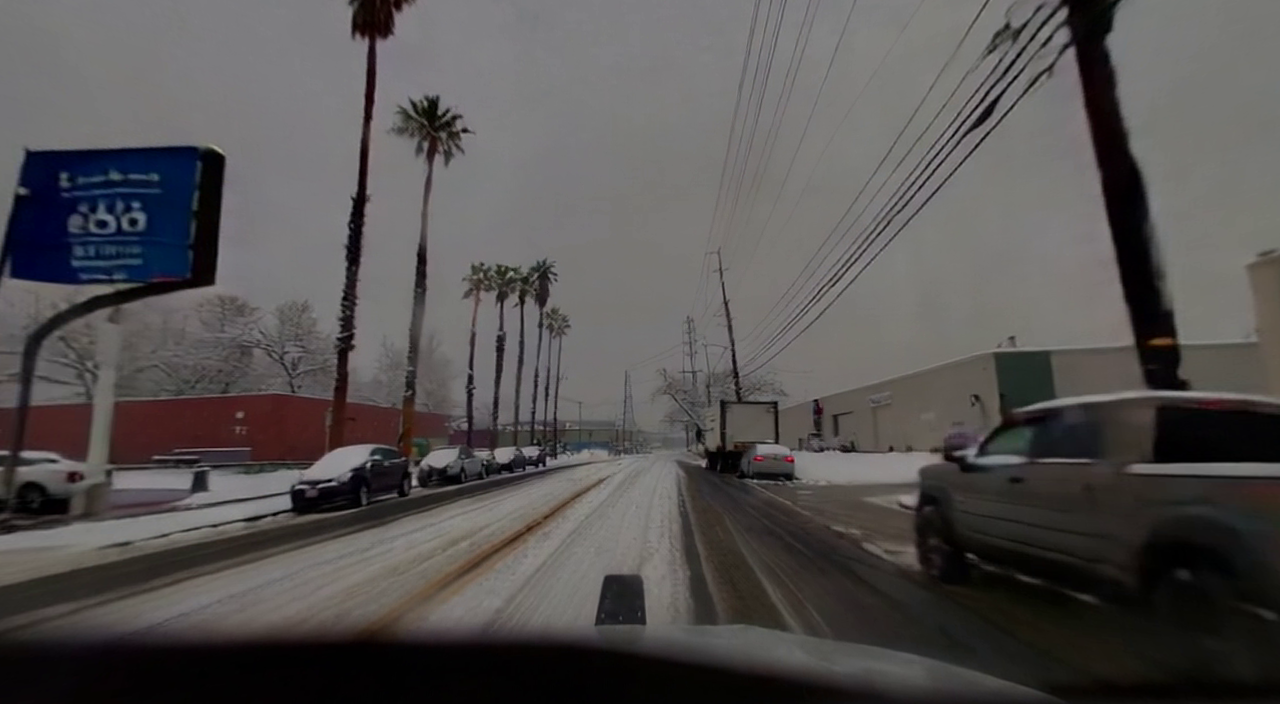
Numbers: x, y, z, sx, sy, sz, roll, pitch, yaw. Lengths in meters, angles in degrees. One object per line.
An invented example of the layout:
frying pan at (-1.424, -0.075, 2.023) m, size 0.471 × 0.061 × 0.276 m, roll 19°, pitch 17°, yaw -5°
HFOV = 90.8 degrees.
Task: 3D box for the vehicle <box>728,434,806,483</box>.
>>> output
vehicle at (4.923, 4.220, 25.316) m, size 2.141 × 1.739 × 5.130 m, roll 0°, pitch -9°, yaw 1°

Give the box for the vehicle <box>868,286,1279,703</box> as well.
vehicle at (3.963, 1.035, 4.705) m, size 2.400 × 1.985 × 6.155 m, roll 0°, pitch -9°, yaw 2°

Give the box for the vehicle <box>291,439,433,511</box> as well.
vehicle at (-7.409, 3.267, 17.397) m, size 1.936 × 1.632 × 4.145 m, roll -3°, pitch -8°, yaw 2°

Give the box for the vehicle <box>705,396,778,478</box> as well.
vehicle at (5.099, 4.582, 33.615) m, size 2.933 × 3.697 × 10.065 m, roll -1°, pitch -9°, yaw 4°

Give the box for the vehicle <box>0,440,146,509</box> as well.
vehicle at (-15.381, 3.002, 15.623) m, size 1.935 × 1.550 × 4.951 m, roll -3°, pitch -9°, yaw 7°
